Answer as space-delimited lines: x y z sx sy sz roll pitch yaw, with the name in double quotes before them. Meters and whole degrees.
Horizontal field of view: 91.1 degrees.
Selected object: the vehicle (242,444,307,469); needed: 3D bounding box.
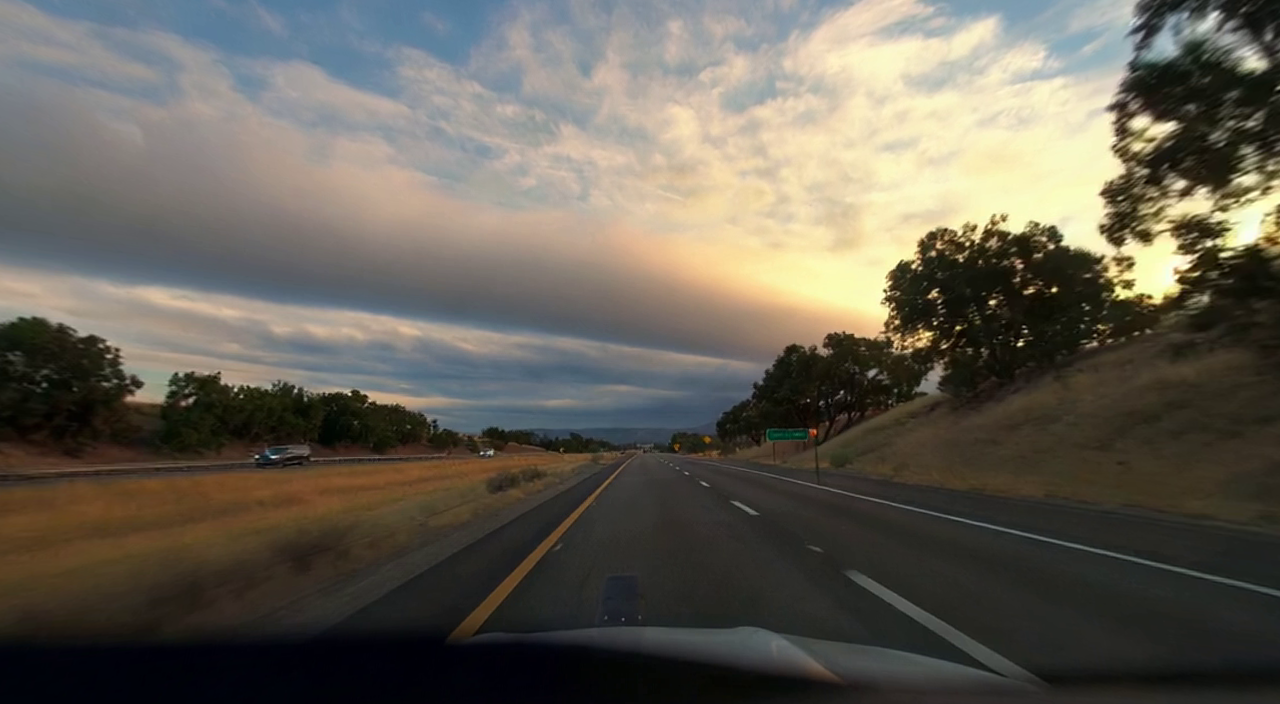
"vehicle" -28.672 8.183 49.459 2.297 1.831 4.697 0 -8 0
